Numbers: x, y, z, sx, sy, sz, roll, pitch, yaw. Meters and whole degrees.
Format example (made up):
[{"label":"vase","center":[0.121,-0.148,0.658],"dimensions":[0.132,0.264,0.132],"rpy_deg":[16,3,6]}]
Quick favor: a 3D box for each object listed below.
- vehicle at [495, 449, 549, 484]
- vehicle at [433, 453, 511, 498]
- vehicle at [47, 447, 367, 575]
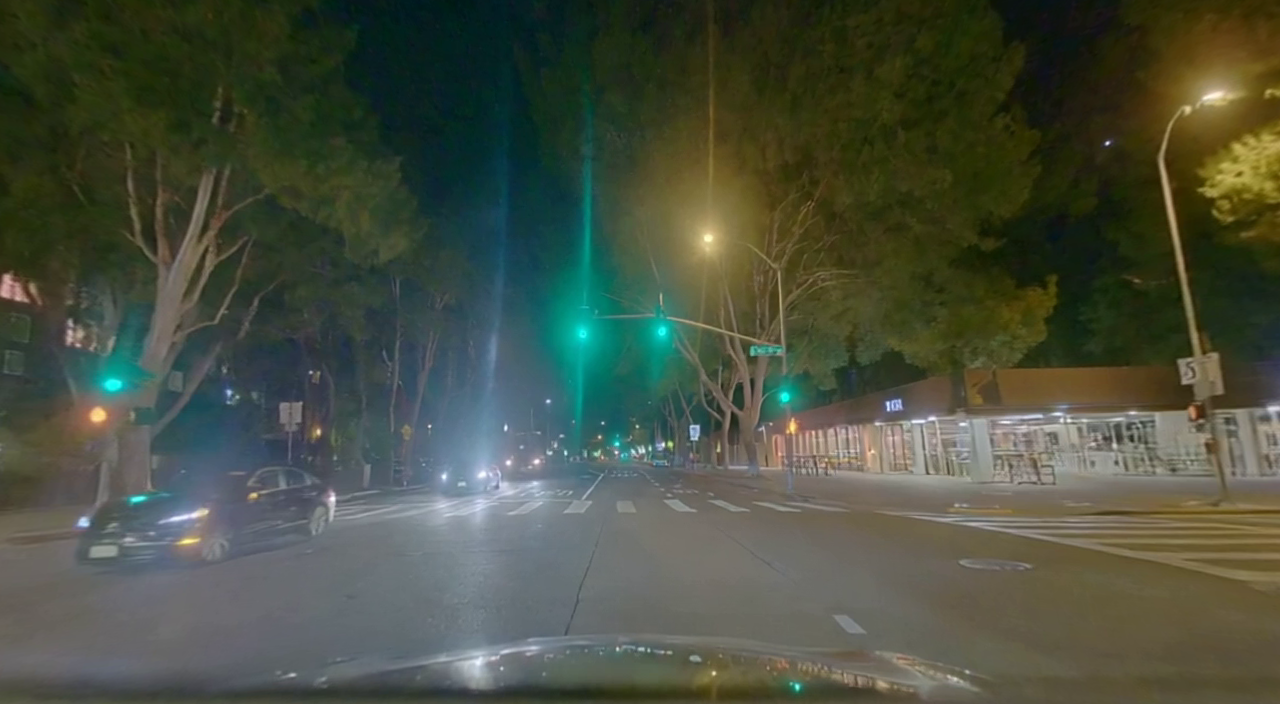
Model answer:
[{"label":"vehicle","center":[-7.255,7.083,39.391],"dimensions":[2.545,1.943,5.168],"rpy_deg":[0,-8,-2]},{"label":"vehicle","center":[-6.810,5.018,26.135],"dimensions":[2.019,1.596,4.608],"rpy_deg":[0,-8,-1]},{"label":"vehicle","center":[-6.462,2.355,10.255],"dimensions":[2.071,1.588,4.336],"rpy_deg":[0,-8,0]}]
